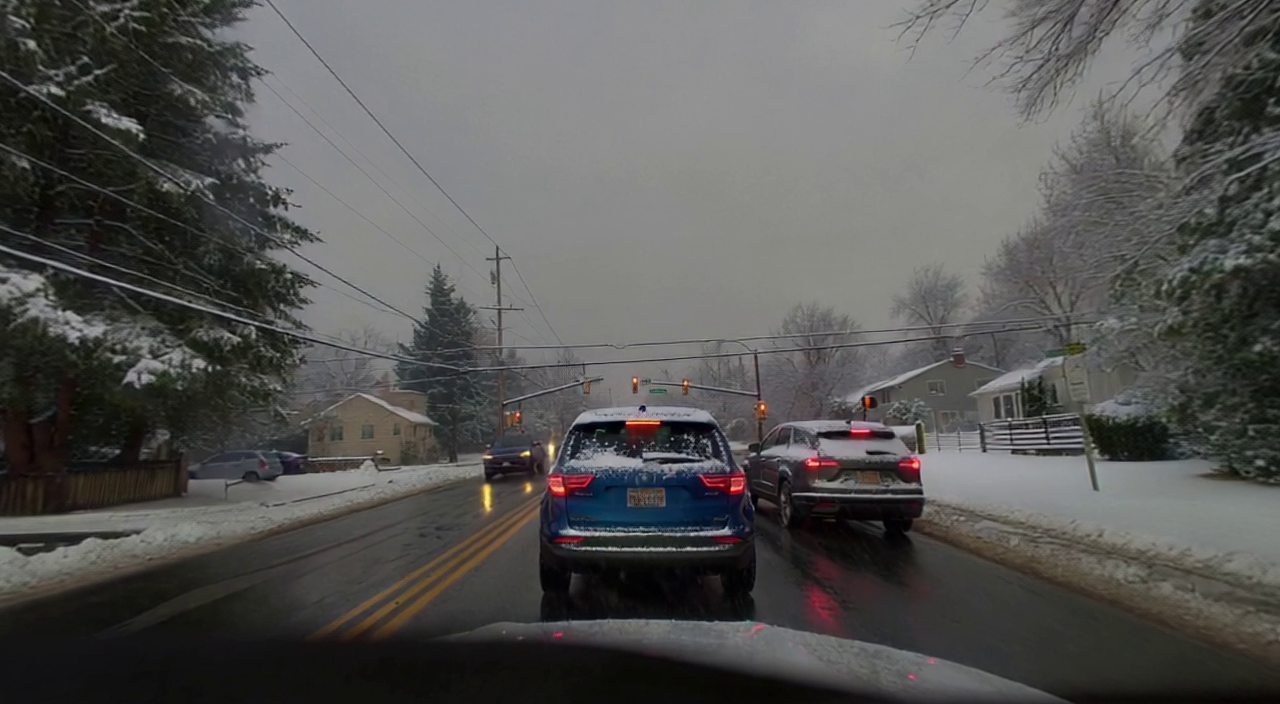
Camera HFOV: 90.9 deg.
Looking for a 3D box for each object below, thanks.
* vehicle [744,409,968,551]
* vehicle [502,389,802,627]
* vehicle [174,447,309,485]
[{"bbox_3d":[3.068,1.919,10.109,1.967,1.756,4.281,0,-8,-1],"label":"vehicle"},{"bbox_3d":[0.059,1.421,6.662,2.151,1.695,4.100,0,-8,-1],"label":"vehicle"},{"bbox_3d":[-16.171,4.629,25.719,4.245,1.446,1.827,0,-8,1],"label":"vehicle"}]
